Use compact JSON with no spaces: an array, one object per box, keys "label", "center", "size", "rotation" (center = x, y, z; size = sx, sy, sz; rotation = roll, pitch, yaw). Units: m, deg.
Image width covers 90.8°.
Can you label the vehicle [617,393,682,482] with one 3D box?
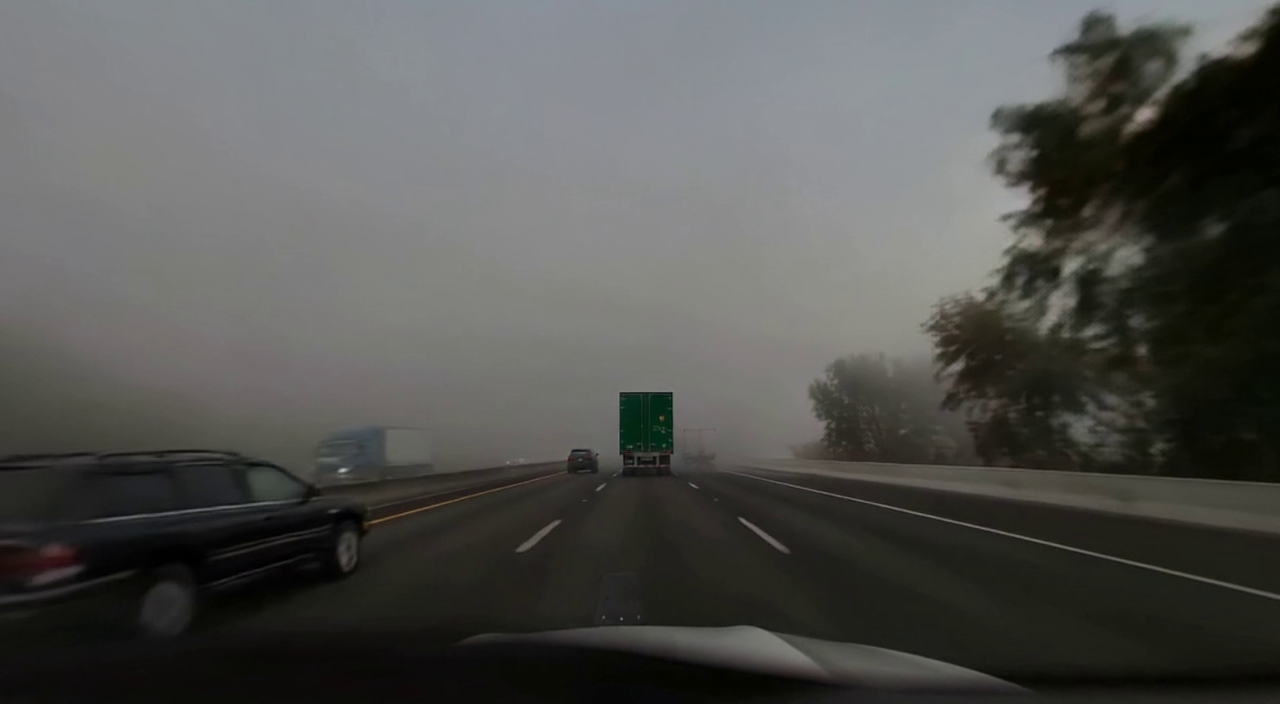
[{"label":"vehicle","center":[0.391,4.753,34.299],"size":[2.932,4.042,11.054],"rotation":[0,-9,0]}]

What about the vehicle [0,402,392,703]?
[{"label":"vehicle","center":[-3.736,1.293,4.732],"size":[2.050,1.517,3.996],"rotation":[0,-9,1]}]

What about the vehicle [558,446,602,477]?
[{"label":"vehicle","center":[-3.418,6.354,36.872],"size":[2.173,1.657,4.401],"rotation":[0,-9,-1]}]
